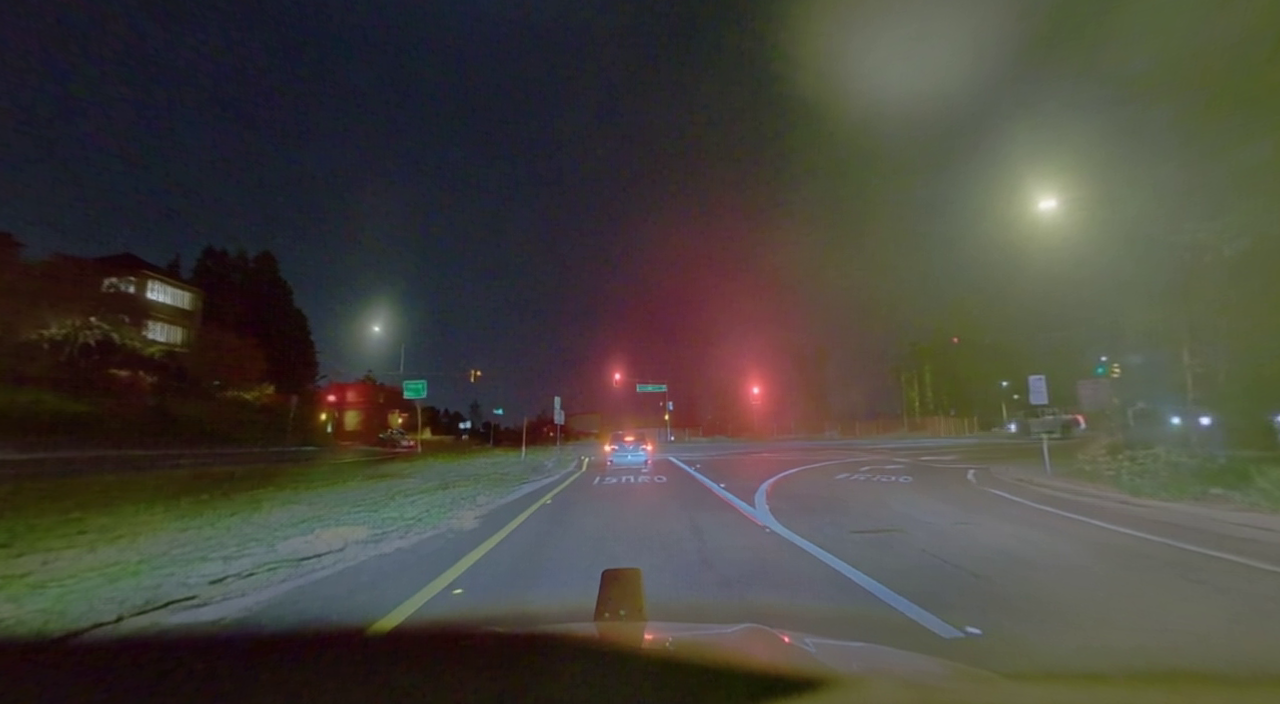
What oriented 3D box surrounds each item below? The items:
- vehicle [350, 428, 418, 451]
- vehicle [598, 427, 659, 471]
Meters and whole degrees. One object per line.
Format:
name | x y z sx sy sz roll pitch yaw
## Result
vehicle | -18.772 6.426 46.324 4.200 1.639 1.844 -1 -8 -1
vehicle | -0.426 3.624 23.713 2.056 1.473 4.380 0 -8 -1
